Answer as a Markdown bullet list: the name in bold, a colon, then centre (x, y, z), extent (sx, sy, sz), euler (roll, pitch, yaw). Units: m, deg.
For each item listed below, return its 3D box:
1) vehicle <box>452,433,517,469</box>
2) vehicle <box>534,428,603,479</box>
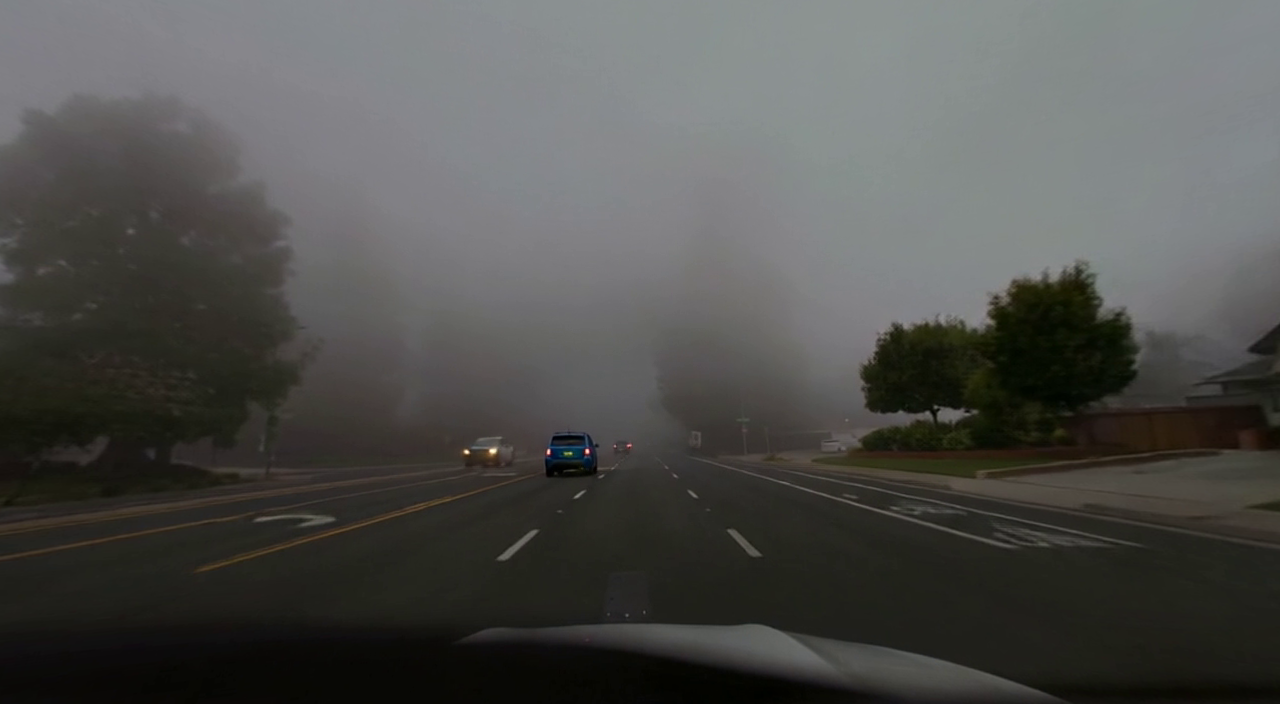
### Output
- **vehicle**: centre (-9.094, 5.843, 37.426), extent (2.302, 1.969, 5.769), euler (0, -8, 1)
- **vehicle**: centre (-2.791, 4.107, 25.756), extent (2.179, 1.851, 4.756), euler (0, -8, 1)
